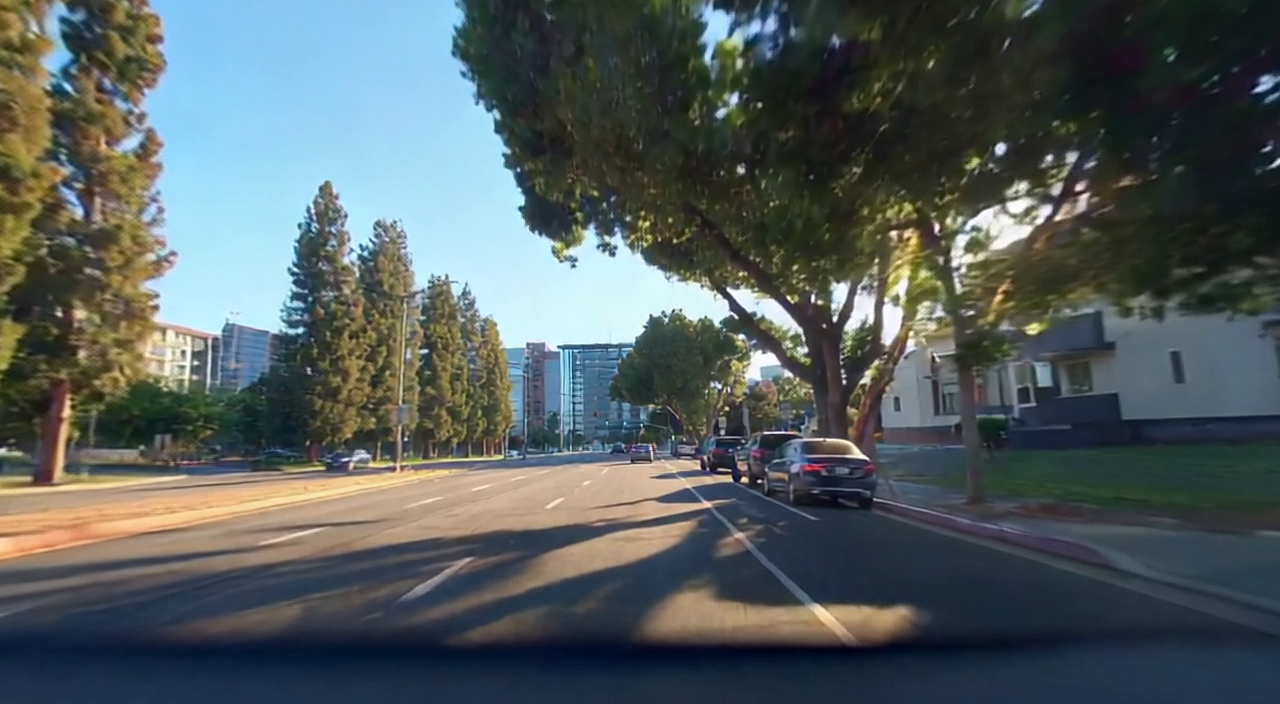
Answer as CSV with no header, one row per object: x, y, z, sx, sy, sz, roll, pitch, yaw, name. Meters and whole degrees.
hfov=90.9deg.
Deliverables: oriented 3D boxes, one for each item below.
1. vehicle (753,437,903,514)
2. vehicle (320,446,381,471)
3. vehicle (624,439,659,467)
4.176,2.814,15.016,2.035,1.500,4.912,0,-8,0,vehicle
-20.925,7.690,45.793,2.238,1.645,4.418,-1,-9,1,vehicle
0.115,6.635,41.502,2.169,1.751,4.276,0,-8,1,vehicle
